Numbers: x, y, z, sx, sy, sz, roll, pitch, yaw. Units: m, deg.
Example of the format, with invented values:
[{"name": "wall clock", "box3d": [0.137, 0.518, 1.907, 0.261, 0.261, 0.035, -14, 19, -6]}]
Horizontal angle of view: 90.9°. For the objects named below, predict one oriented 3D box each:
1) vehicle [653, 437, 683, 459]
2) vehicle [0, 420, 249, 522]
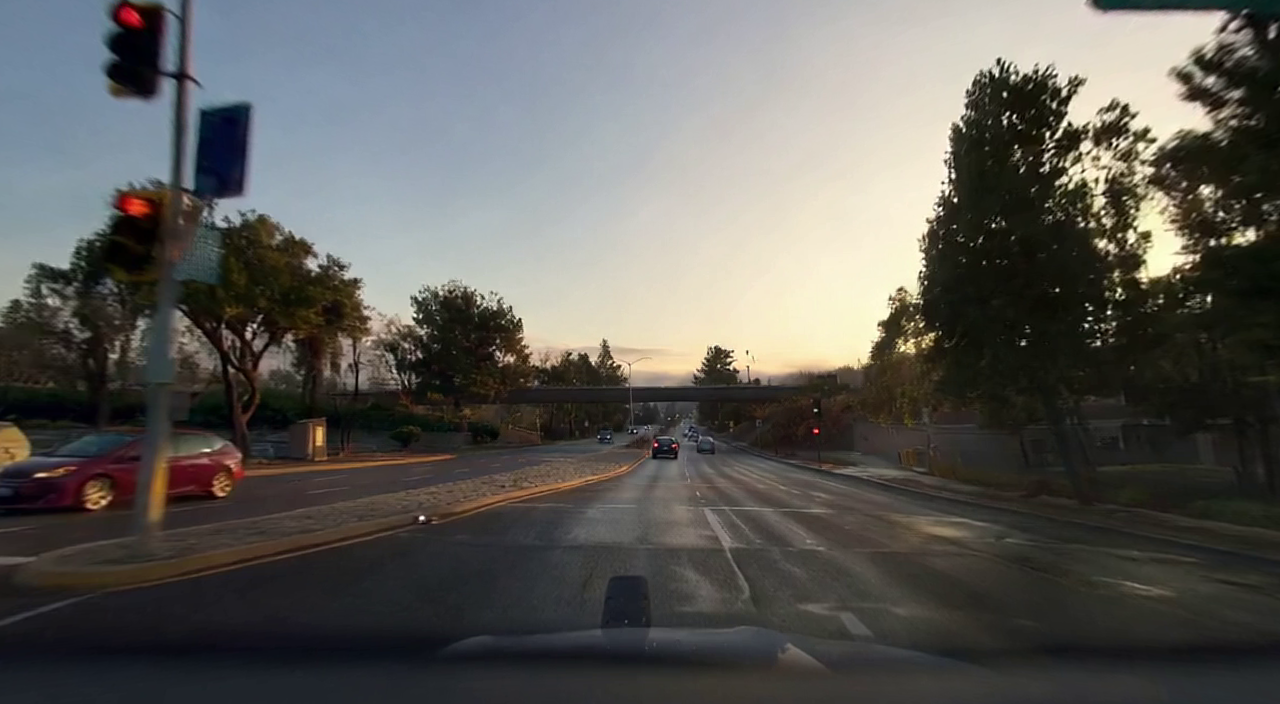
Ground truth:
[{"name": "vehicle", "box3d": [1.977, 6.733, 44.275, 2.039, 1.462, 4.203, 0, -9, 3]}, {"name": "vehicle", "box3d": [-10.762, 2.366, 13.029, 2.133, 1.696, 4.586, -1, -9, 5]}]
